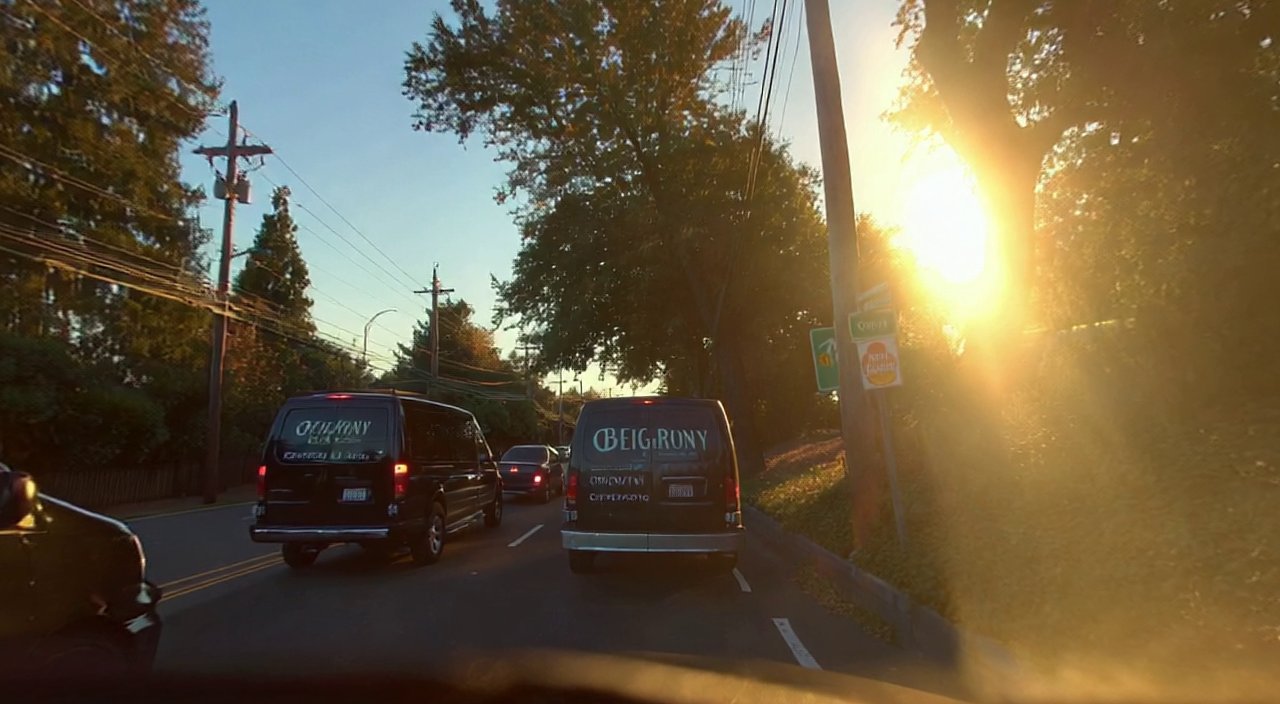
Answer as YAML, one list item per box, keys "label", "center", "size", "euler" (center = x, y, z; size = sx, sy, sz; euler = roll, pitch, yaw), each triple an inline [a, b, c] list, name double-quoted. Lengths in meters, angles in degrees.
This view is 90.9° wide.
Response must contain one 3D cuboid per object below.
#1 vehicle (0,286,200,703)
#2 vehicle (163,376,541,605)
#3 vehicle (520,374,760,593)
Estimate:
- label: "vehicle"
  center: [-3.107, 0.452, 0.245]
  size: [2.160, 1.796, 4.997]
  euler: [0, -8, 1]
- label: "vehicle"
  center: [-2.754, 1.477, 7.610]
  size: [2.109, 1.851, 4.749]
  euler: [-1, -8, 3]
- label: "vehicle"
  center: [0.109, 1.461, 7.697]
  size: [2.117, 1.911, 4.095]
  euler: [-1, -8, 3]
